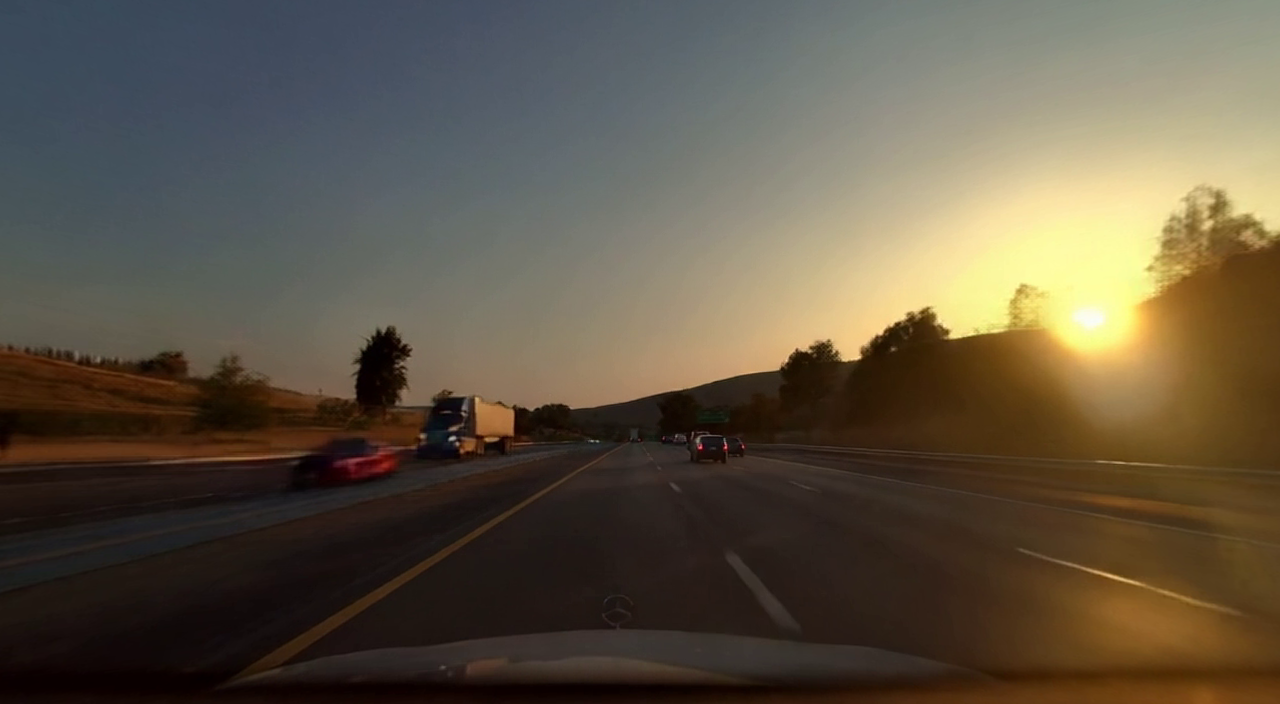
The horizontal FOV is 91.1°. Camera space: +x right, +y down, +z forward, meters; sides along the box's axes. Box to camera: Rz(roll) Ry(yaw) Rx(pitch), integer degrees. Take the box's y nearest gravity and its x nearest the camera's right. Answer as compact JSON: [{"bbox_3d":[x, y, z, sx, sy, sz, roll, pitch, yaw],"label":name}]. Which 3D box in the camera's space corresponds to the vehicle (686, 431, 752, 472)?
[{"bbox_3d":[3.177,4.107,26.264,2.084,1.583,4.420,0,-8,-1],"label":"vehicle"}]

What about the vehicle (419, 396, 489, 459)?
[{"bbox_3d":[-12.639,5.224,43.344,2.955,4.003,6.220,0,-8,-1],"label":"vehicle"}]

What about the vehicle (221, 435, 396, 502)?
[{"bbox_3d":[-8.494,2.993,16.782,1.946,1.496,5.056,0,-8,-1],"label":"vehicle"}]
